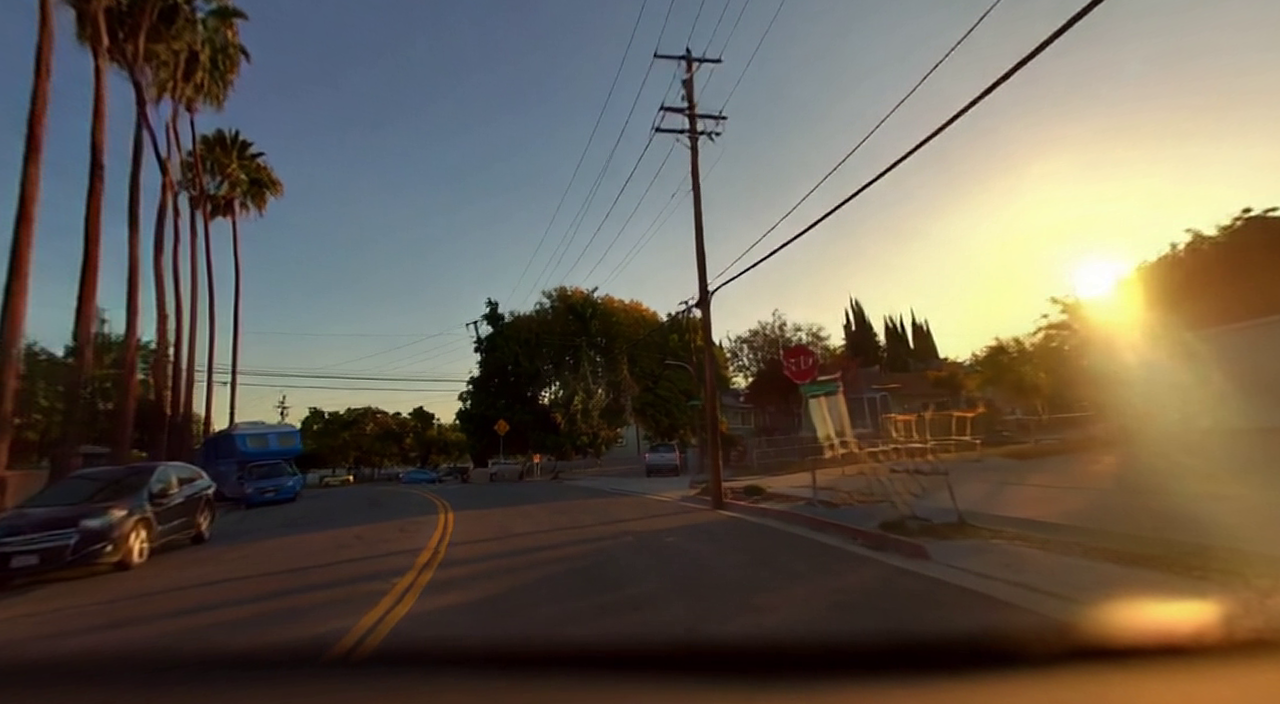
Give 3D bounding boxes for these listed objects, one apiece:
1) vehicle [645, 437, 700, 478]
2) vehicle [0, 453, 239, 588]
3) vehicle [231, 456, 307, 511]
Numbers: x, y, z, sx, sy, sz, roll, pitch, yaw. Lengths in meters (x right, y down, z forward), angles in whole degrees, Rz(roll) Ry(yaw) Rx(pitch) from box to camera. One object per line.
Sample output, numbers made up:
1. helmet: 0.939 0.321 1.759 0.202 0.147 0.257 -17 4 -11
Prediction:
1. vehicle: 1.644 5.668 34.471 2.508 1.887 5.930 -1 -7 -1
2. vehicle: -8.498 2.559 10.472 2.085 1.545 4.340 1 -7 -18
3. vehicle: -13.554 4.661 22.943 2.103 1.599 4.865 3 -9 -32
